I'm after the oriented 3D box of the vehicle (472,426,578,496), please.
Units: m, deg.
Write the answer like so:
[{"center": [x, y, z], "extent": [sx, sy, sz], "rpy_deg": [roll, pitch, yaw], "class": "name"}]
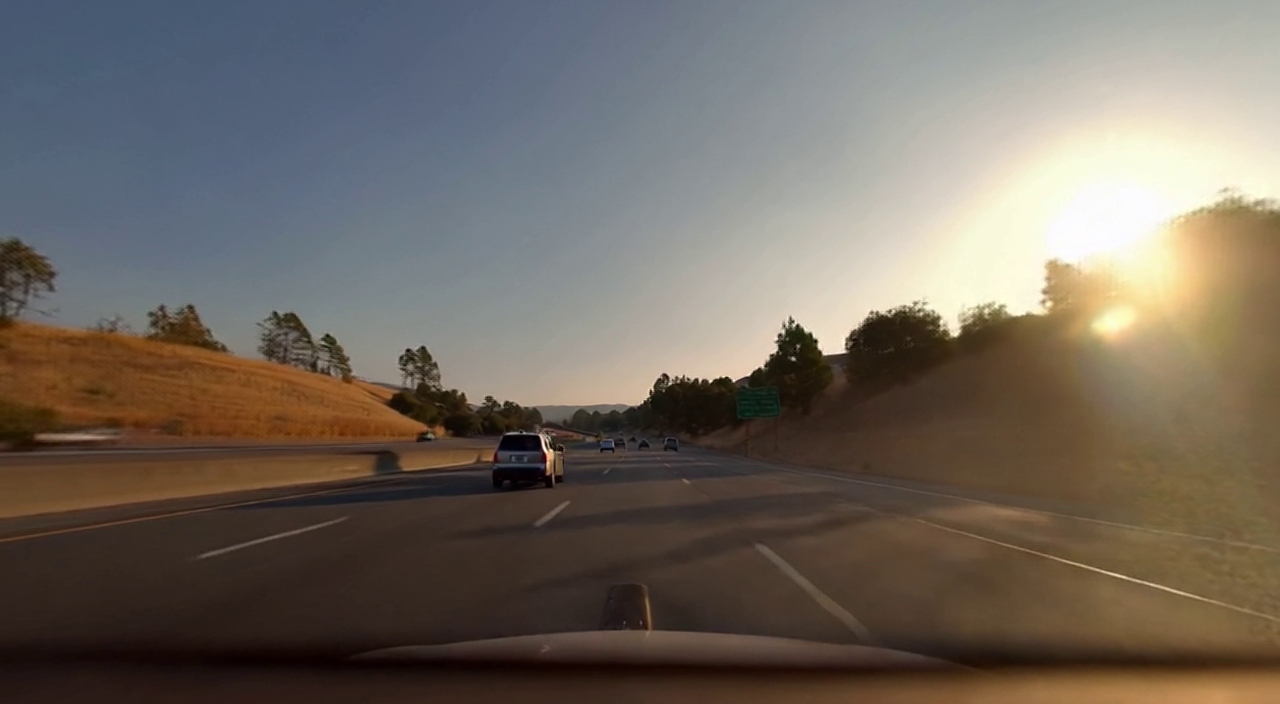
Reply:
[{"center": [-3.294, 3.270, 19.190], "extent": [2.218, 1.848, 4.789], "rpy_deg": [0, -9, 1], "class": "vehicle"}]
